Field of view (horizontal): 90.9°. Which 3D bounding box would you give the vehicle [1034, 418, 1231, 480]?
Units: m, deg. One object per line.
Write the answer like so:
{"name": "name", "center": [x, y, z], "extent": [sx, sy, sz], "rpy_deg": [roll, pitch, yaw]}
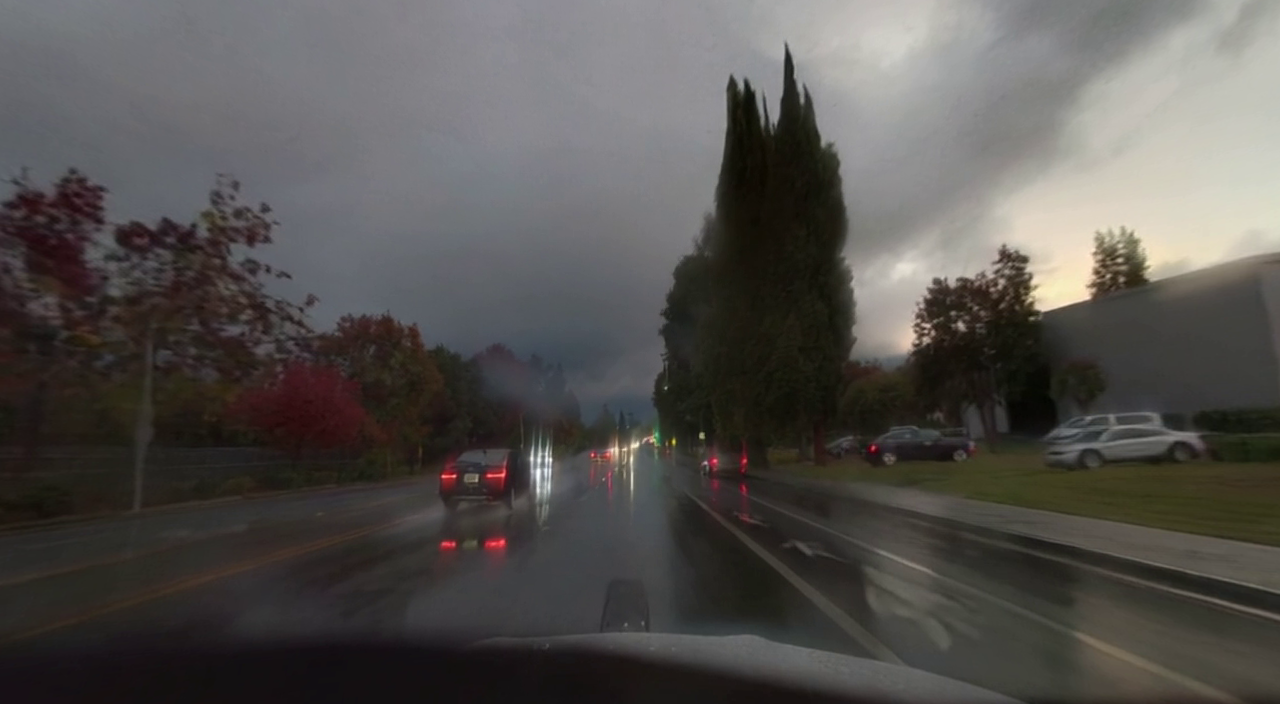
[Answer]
{"name": "vehicle", "center": [14.216, 2.813, 18.389], "extent": [3.965, 1.543, 2.021], "rpy_deg": [-2, -9, 0]}

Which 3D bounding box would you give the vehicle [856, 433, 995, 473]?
{"name": "vehicle", "center": [11.718, 4.173, 26.139], "extent": [4.766, 1.585, 2.020], "rpy_deg": [0, -9, -3]}

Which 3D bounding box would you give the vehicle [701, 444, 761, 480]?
{"name": "vehicle", "center": [4.335, 5.321, 30.855], "extent": [2.107, 1.620, 4.793], "rpy_deg": [0, -9, -2]}

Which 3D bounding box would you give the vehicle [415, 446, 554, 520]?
{"name": "vehicle", "center": [-3.427, 2.961, 14.866], "extent": [2.099, 1.470, 4.302], "rpy_deg": [0, -9, 1]}
